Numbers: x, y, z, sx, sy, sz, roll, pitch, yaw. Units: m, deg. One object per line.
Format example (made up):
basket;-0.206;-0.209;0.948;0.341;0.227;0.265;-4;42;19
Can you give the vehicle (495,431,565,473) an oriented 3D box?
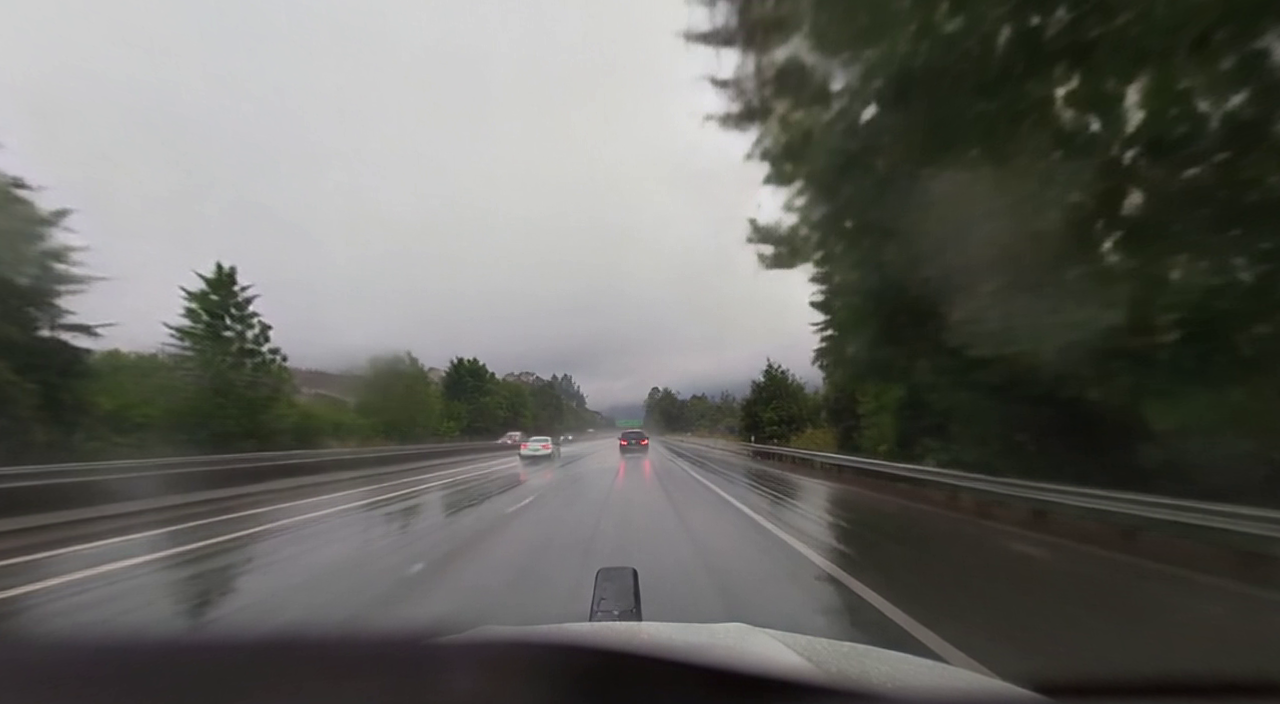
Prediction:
vehicle;-4.256;3.912;24.986;2.030;1.491;4.046;0;-8;0

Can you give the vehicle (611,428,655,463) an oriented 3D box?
vehicle;-0.335;4.824;32.639;2.134;1.654;4.174;0;-8;0
